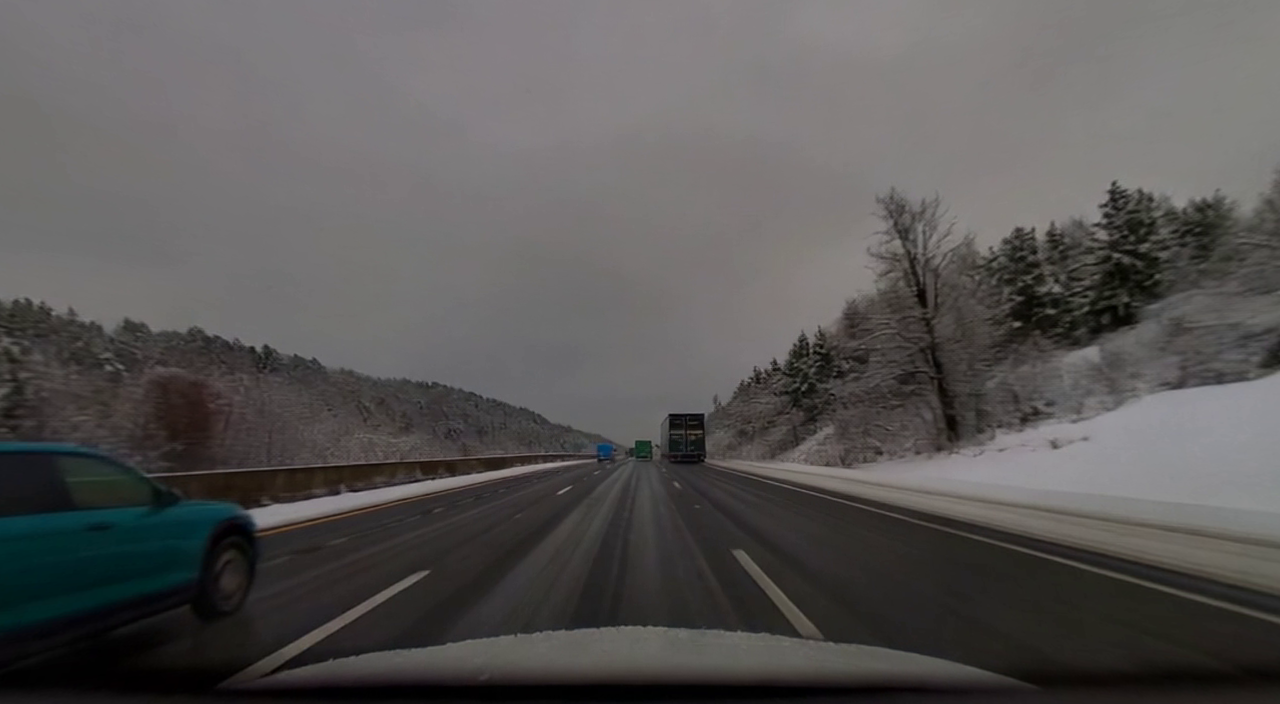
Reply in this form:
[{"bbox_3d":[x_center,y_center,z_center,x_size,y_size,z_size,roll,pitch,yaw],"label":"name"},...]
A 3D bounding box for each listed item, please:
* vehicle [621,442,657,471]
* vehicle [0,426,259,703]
[{"bbox_3d":[-0.022,6.600,39.887,2.166,1.747,4.299,0,-9,1],"label":"vehicle"},{"bbox_3d":[-4.252,1.117,3.172,1.945,1.463,4.263,0,-9,1],"label":"vehicle"}]
